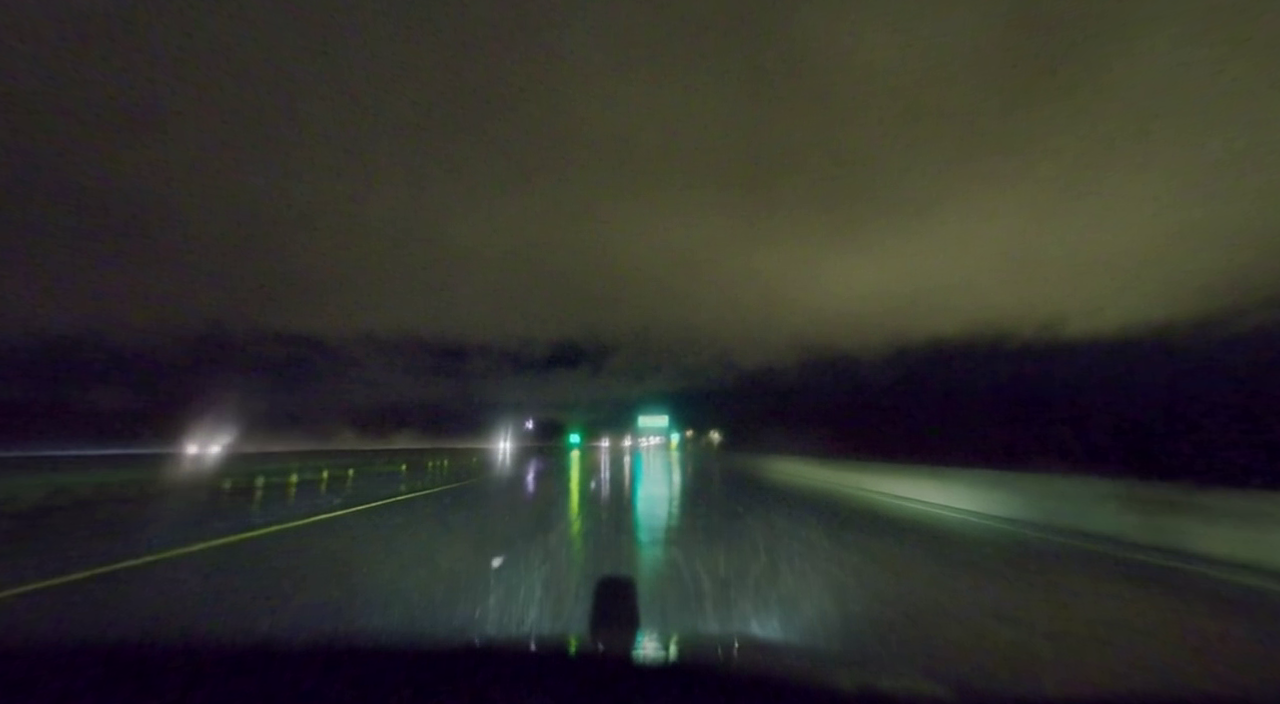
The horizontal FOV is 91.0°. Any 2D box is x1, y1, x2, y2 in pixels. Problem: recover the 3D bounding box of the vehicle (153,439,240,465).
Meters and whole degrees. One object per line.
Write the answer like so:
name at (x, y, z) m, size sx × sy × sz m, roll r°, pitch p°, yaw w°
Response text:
vehicle at (-27.870, 6.280, 39.781) m, size 2.031 × 1.480 × 4.698 m, roll -1°, pitch -8°, yaw 1°
